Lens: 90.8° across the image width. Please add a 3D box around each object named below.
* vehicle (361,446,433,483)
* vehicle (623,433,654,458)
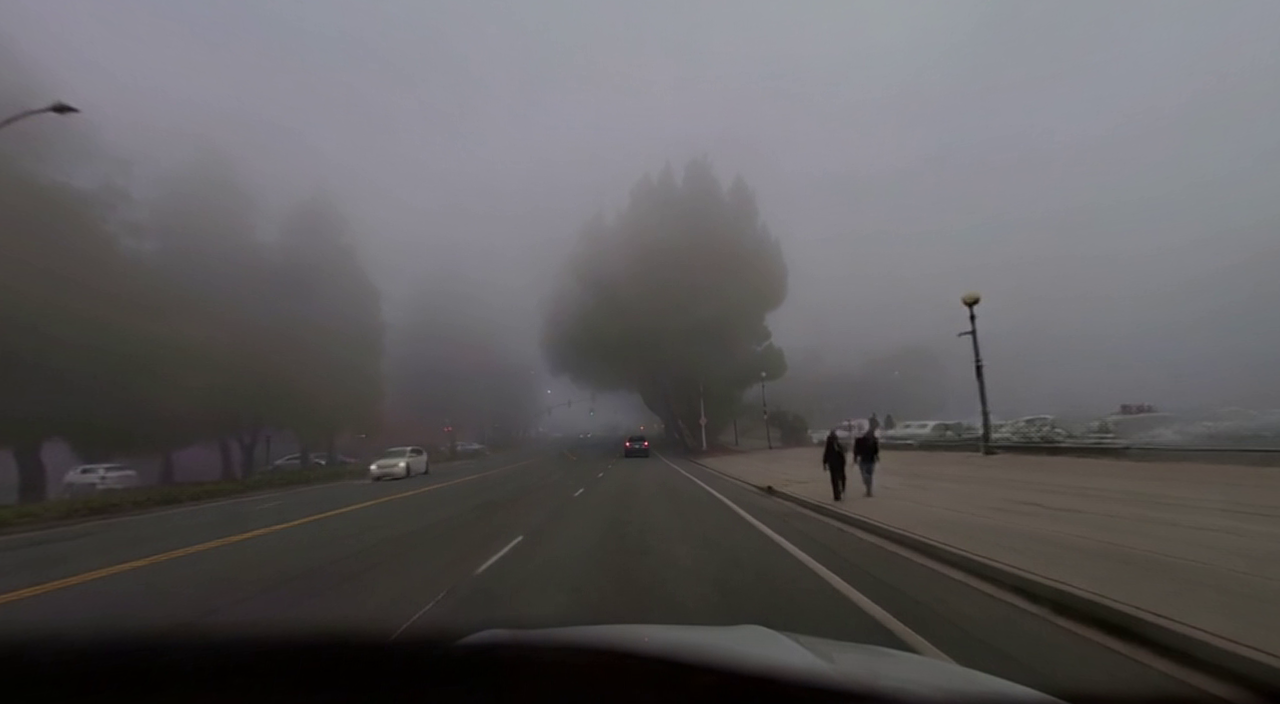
[{"bbox_3d":[-12.356,5.700,32.470,2.117,1.724,4.366,0,-8,-2],"label":"vehicle"},{"bbox_3d":[-0.130,6.949,46.957,2.228,1.790,4.180,0,-8,-1],"label":"vehicle"}]
